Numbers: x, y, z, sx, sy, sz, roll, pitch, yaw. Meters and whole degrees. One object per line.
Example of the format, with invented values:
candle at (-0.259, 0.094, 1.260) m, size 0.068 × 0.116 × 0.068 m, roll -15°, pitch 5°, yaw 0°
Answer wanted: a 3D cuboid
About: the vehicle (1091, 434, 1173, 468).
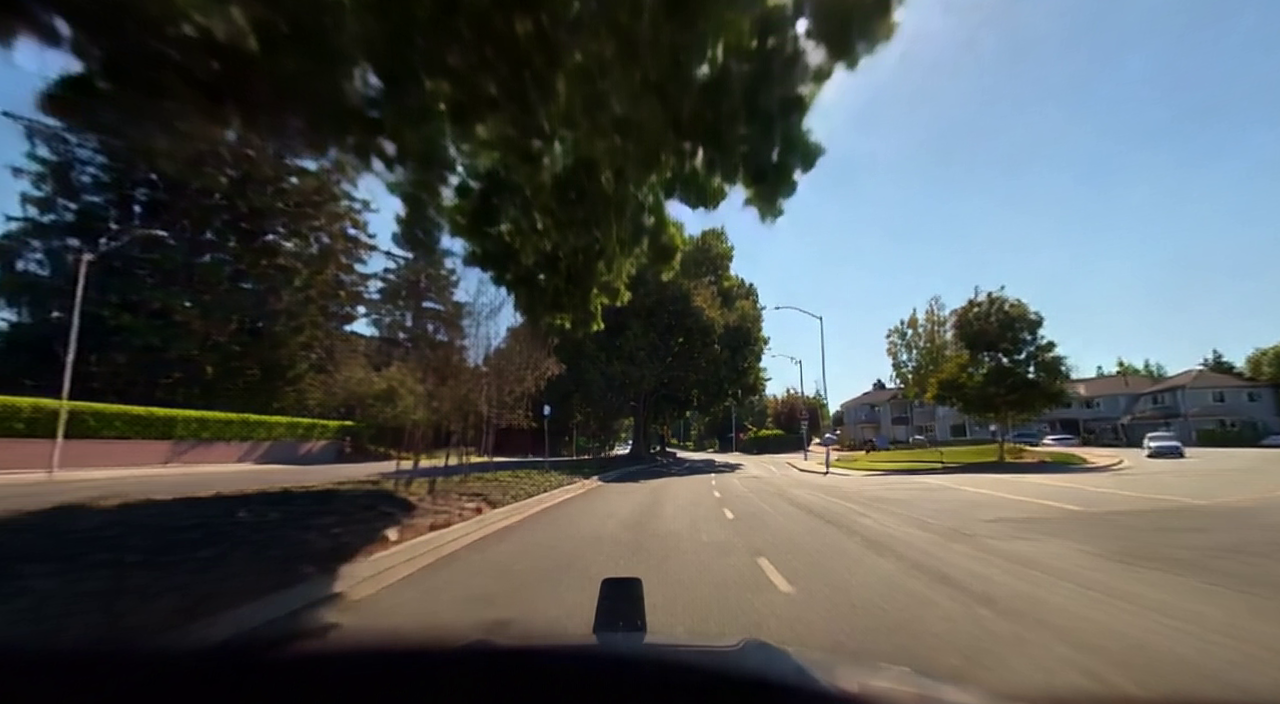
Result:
vehicle at (23.816, 4.776, 30.415) m, size 4.456 × 1.489 × 1.963 m, roll 7°, pitch -11°, yaw -37°
